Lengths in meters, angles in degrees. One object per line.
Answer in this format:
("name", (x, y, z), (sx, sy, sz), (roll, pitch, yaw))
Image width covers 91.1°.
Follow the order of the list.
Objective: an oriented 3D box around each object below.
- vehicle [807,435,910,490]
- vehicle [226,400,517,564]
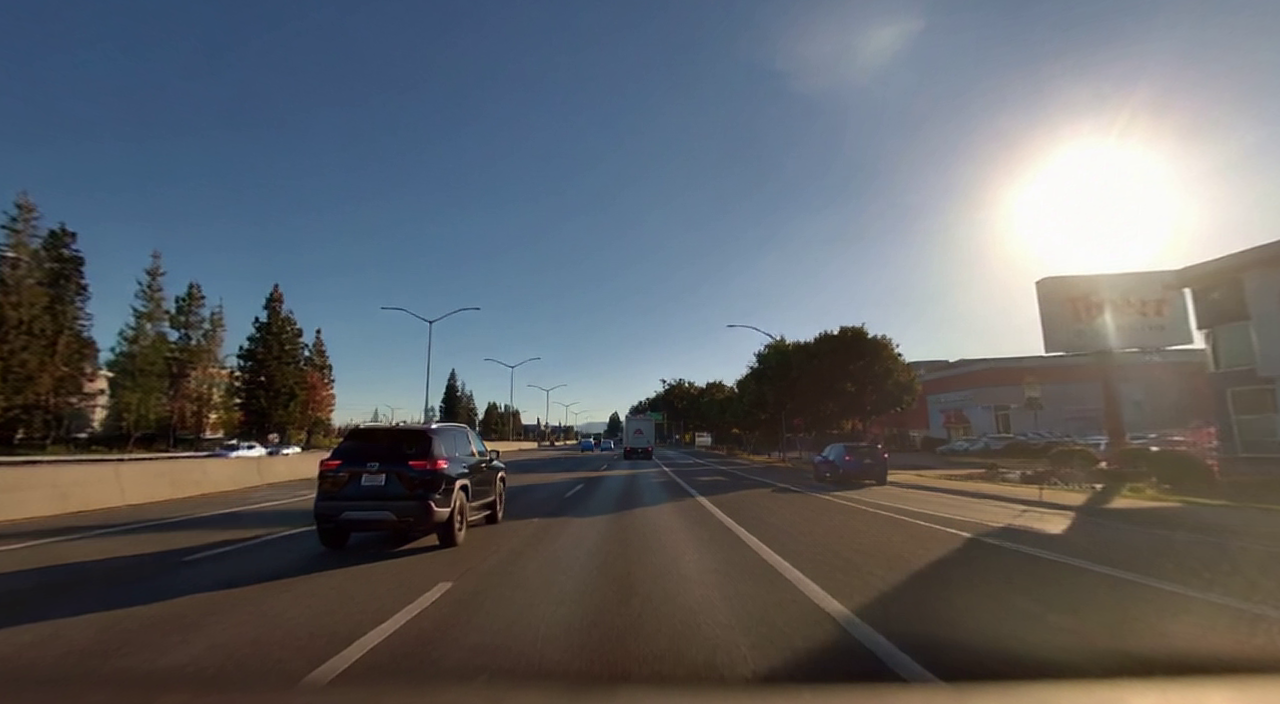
("vehicle", (7.289, 3.716, 21.467), (1.958, 1.681, 4.109), (0, -9, -1))
("vehicle", (-3.496, 1.826, 9.559), (2.178, 1.826, 4.933), (0, -9, 1))
